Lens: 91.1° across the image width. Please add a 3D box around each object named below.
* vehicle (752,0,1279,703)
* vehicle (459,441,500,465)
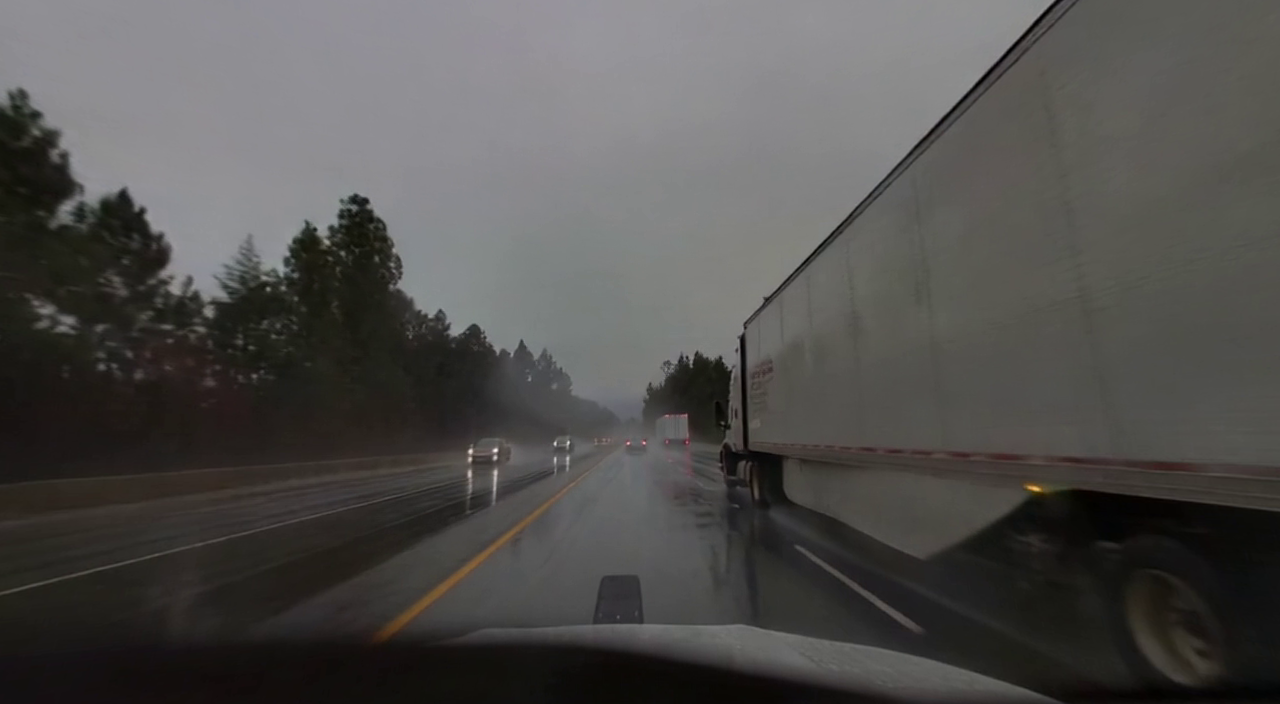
[{"bbox_3d":[3.966,0.149,6.337,2.919,4.004,13.911,0,-8,-1],"label":"vehicle"},{"bbox_3d":[-11.571,7.270,45.613,1.890,1.614,4.227,0,-8,0],"label":"vehicle"}]
